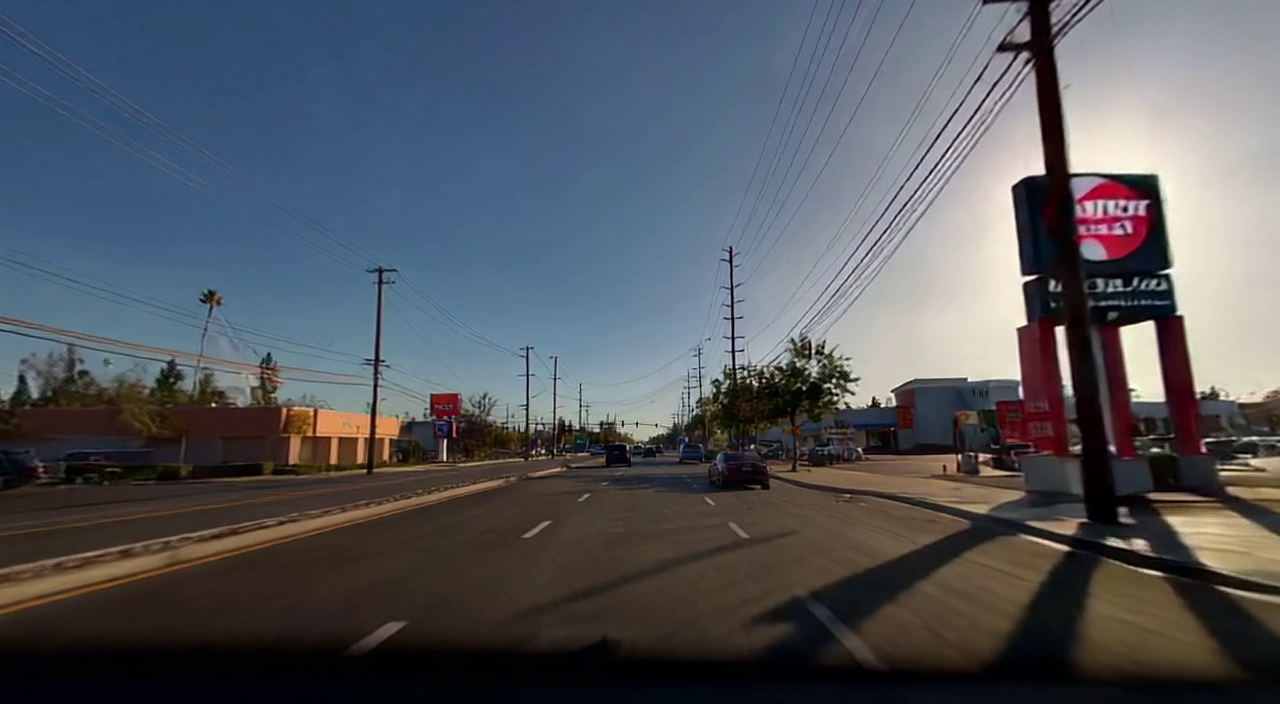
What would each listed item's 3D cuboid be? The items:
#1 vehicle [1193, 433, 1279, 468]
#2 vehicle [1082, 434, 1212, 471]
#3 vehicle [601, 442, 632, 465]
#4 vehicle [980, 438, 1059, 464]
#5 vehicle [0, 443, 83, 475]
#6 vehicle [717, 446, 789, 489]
[{"bbox_3d":[35.512,5.687,36.504,5.308,1.961,2.119,1,-9,-9],"label":"vehicle"},{"bbox_3d":[27.942,5.525,34.829,5.612,1.850,2.328,1,-8,-10],"label":"vehicle"},{"bbox_3d":[-1.734,7.646,47.675,2.047,1.664,4.148,0,-9,2],"label":"vehicle"},{"bbox_3d":[26.522,6.937,44.098,4.327,1.746,2.119,2,-9,-13],"label":"vehicle"},{"bbox_3d":[-44.290,7.680,45.331,5.688,2.167,2.295,4,-10,-27],"label":"vehicle"},{"bbox_3d":[4.099,4.248,23.558,1.978,1.455,4.195,0,-9,1],"label":"vehicle"}]
